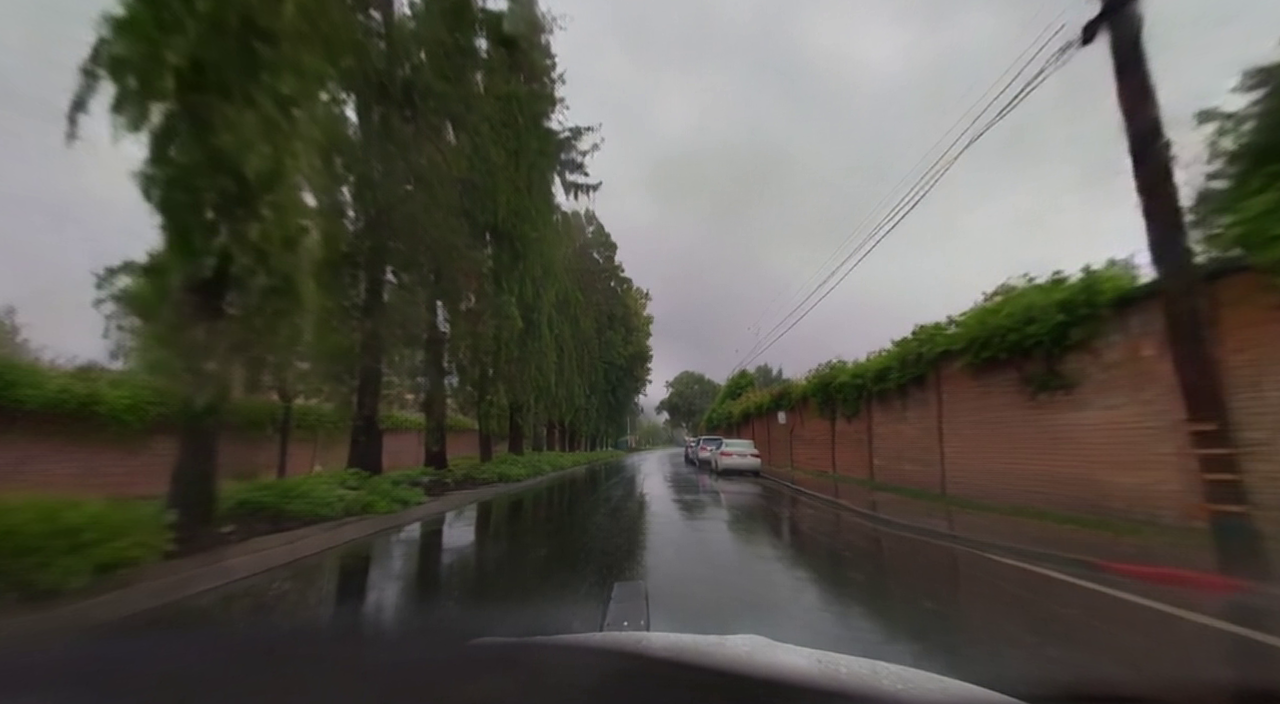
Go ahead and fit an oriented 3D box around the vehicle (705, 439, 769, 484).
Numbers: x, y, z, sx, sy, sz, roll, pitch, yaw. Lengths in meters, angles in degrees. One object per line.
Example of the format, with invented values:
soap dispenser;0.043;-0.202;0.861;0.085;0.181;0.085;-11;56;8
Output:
vehicle;4.008;4.577;26.943;2.048;1.596;5.543;2;-8;2
